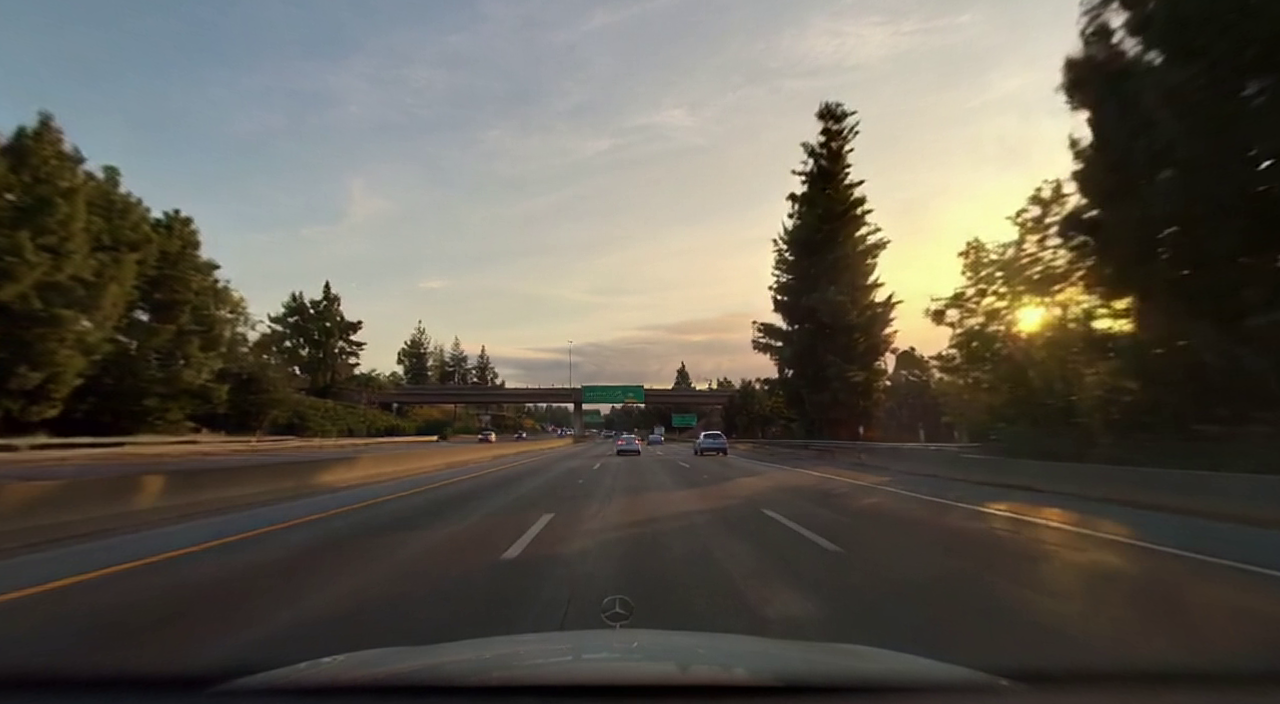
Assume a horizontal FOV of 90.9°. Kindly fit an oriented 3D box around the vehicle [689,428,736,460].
[{"bbox_3d":[3.777,4.874,33.477,1.892,1.600,3.782,0,-8,-2],"label":"vehicle"}]

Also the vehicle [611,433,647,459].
[{"bbox_3d":[-0.657,5.433,36.696,1.987,1.440,3.565,0,-8,-2],"label":"vehicle"}]
